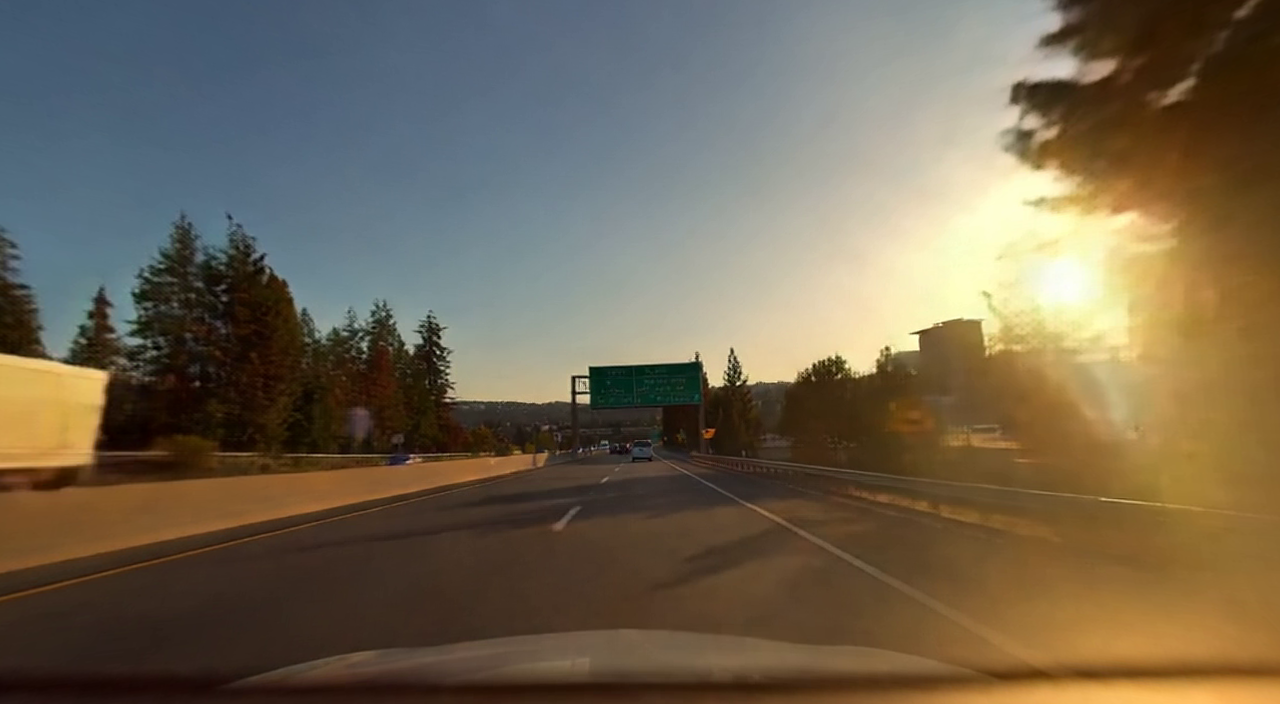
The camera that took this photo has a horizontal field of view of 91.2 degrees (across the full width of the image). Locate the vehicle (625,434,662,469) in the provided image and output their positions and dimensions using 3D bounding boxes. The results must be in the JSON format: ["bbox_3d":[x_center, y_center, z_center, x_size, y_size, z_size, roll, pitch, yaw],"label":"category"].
[{"bbox_3d":[0.244,6.546,41.106,2.268,2.122,4.595,-1,-9,1],"label":"vehicle"}]

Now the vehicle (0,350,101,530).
[{"bbox_3d":[-16.120,1.735,12.525,2.866,4.099,8.730,0,-9,-1],"label":"vehicle"}]

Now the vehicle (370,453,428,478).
[{"bbox_3d":[-16.028,7.563,41.954,1.909,1.525,4.800,-1,-9,1],"label":"vehicle"}]
